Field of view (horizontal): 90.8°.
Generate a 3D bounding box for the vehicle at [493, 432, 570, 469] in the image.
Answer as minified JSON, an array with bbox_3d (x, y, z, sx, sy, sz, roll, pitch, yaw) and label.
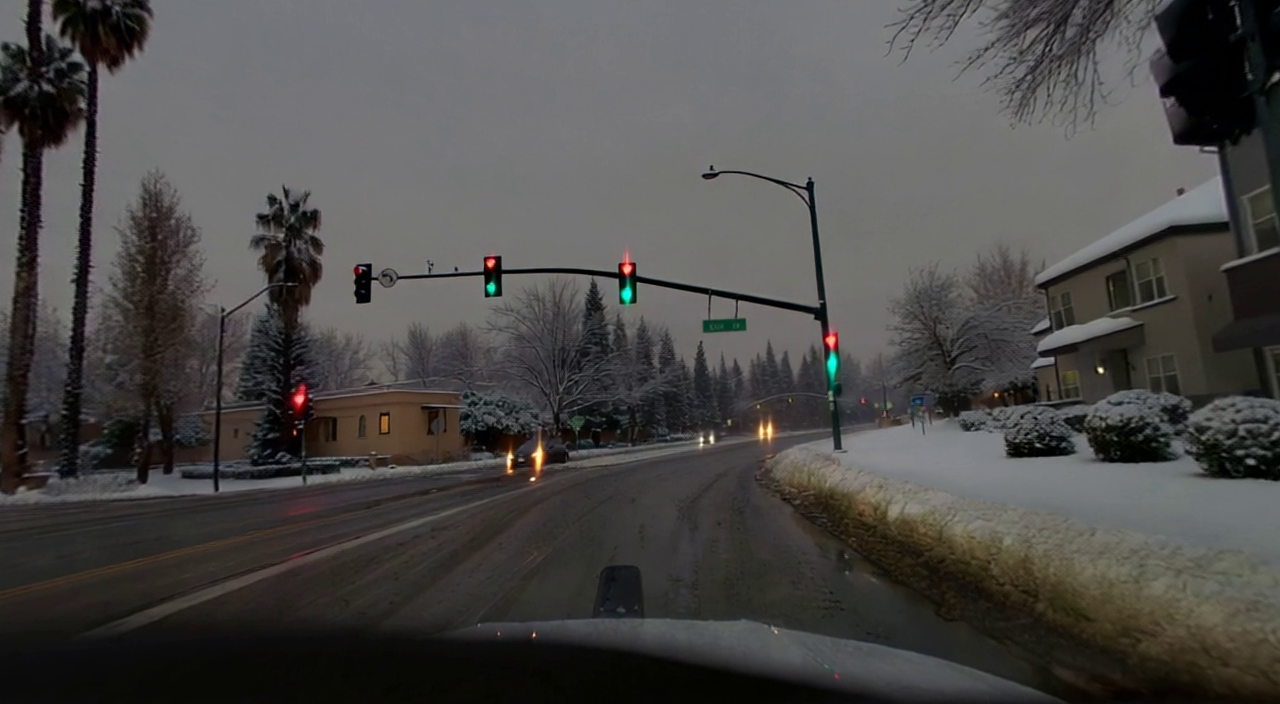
[{"bbox_3d":[-5.657,5.231,33.660,2.181,1.792,4.648,-3,-9,16],"label":"vehicle"}]
